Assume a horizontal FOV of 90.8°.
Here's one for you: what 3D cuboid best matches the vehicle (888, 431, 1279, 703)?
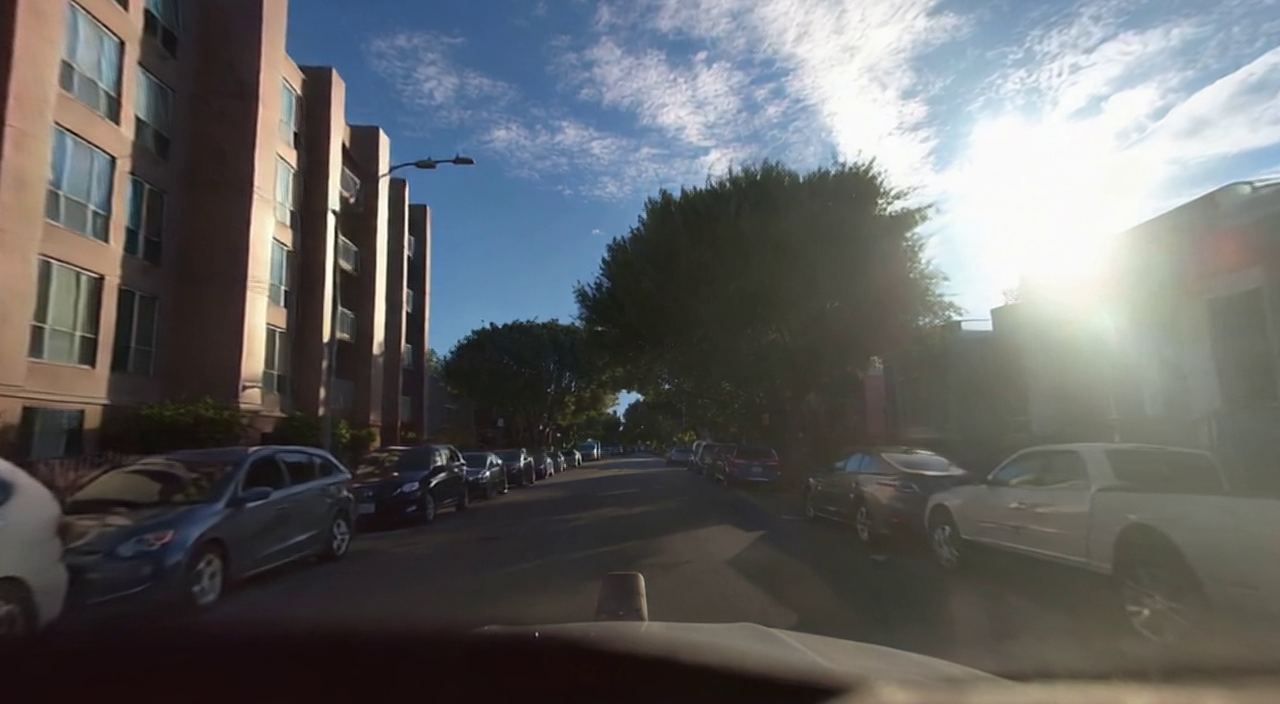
[{"bbox_3d":[4.094,1.525,5.598,1.707,1.528,4.812,0,-8,-2],"label":"vehicle"}]

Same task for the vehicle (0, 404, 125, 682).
[{"bbox_3d":[-5.026,1.032,2.866,2.274,1.679,3.639,0,-8,0],"label":"vehicle"}]

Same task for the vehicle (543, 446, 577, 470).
[{"bbox_3d":[-5.388,7.207,43.207,1.647,1.481,4.433,0,-8,2],"label":"vehicle"}]

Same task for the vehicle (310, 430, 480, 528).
[{"bbox_3d":[-4.964,2.614,13.648,1.922,1.728,4.628,0,-8,-2],"label":"vehicle"}]

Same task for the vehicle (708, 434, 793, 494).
[{"bbox_3d":[3.603,3.762,21.621,1.912,1.781,5.159,0,-8,-1],"label":"vehicle"}]

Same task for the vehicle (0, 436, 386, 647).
[{"bbox_3d":[-4.876,1.786,7.268,2.049,1.509,4.783,-2,-7,-2],"label":"vehicle"}]
